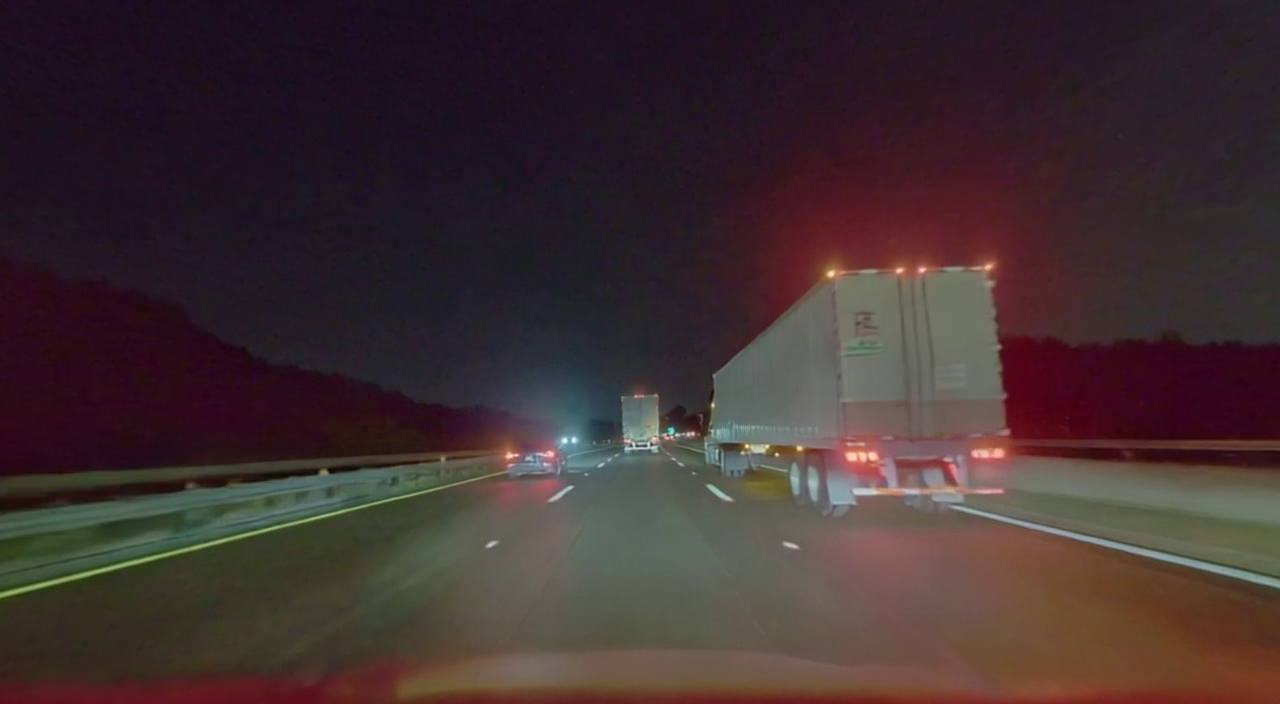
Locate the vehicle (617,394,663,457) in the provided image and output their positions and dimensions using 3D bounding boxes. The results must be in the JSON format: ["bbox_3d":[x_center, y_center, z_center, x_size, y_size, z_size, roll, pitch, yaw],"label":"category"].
[{"bbox_3d":[0.125,5.681,47.564,2.966,4.072,13.408,0,-8,1],"label":"vehicle"}]

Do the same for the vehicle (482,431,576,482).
[{"bbox_3d":[-3.659,3.555,21.855,2.208,1.542,5.138,0,-8,1],"label":"vehicle"}]

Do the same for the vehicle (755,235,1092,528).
[{"bbox_3d":[4.531,0.903,12.681,2.873,3.998,8.286,0,-8,0],"label":"vehicle"}]
